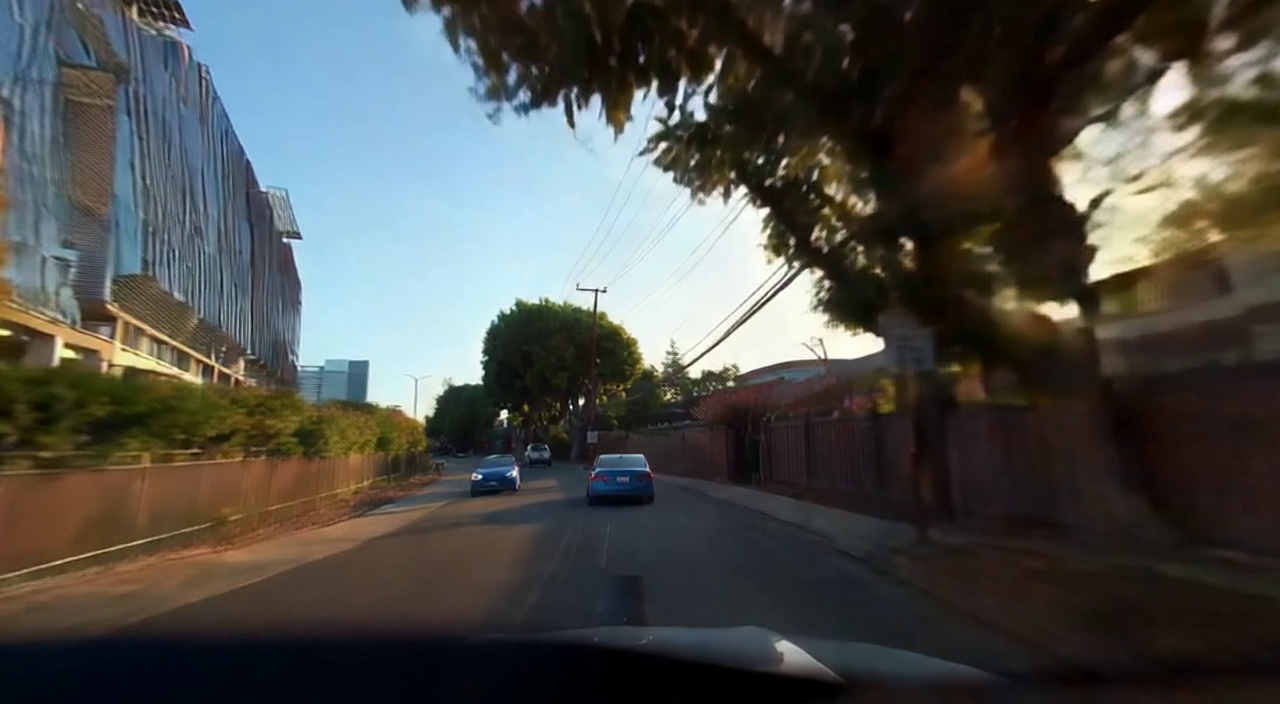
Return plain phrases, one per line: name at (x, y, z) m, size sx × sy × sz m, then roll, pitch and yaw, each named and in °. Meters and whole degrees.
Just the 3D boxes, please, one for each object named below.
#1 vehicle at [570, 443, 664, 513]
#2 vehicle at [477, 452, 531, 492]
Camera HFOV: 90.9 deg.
vehicle at (-0.673, 3.034, 15.760) m, size 2.060 × 1.487 × 3.920 m, roll 1°, pitch -8°, yaw -5°
vehicle at (-5.530, 4.860, 25.960) m, size 1.957 × 1.442 × 4.180 m, roll 1°, pitch -8°, yaw -10°
